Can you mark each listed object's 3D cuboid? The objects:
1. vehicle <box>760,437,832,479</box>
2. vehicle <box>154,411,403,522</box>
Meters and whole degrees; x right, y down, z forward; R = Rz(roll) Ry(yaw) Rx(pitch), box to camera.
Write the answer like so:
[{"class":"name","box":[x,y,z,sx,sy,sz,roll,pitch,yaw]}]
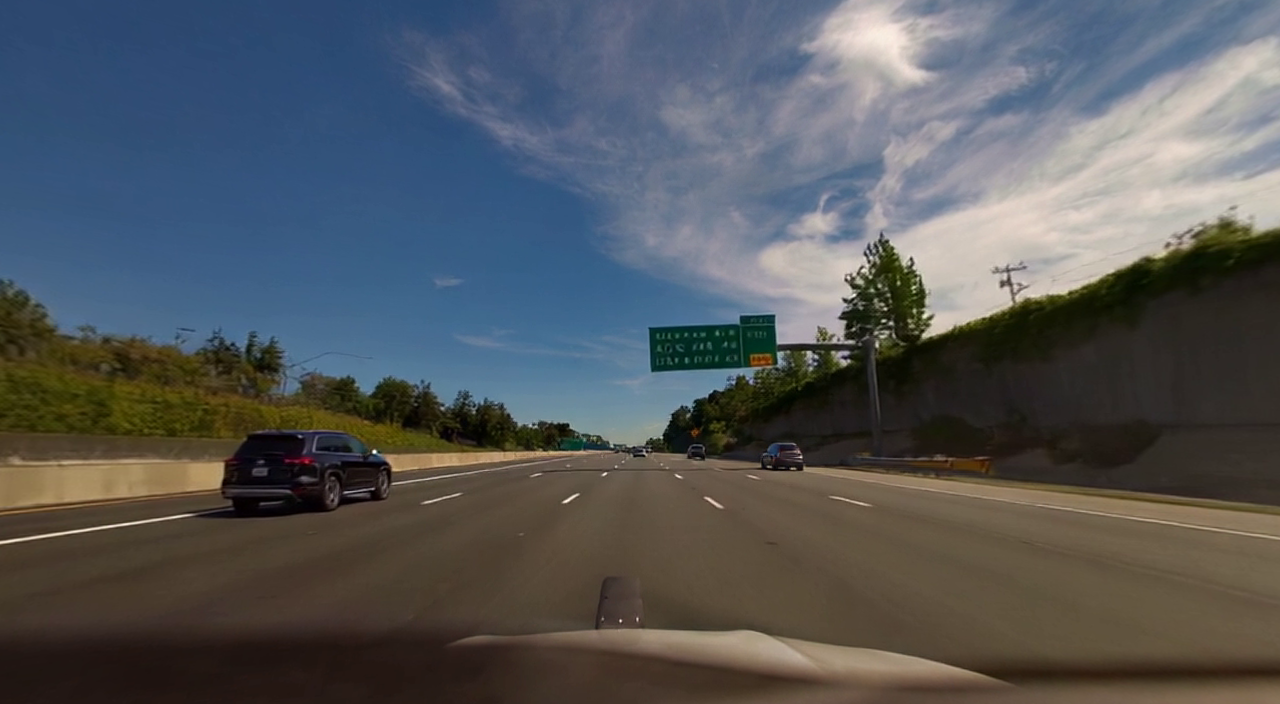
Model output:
[{"class":"vehicle","box":[7.073,4.879,29.114,2.167,1.781,4.340,0,-9,-1]},{"class":"vehicle","box":[-7.568,2.483,14.094,2.431,2.005,5.166,0,-9,1]}]
